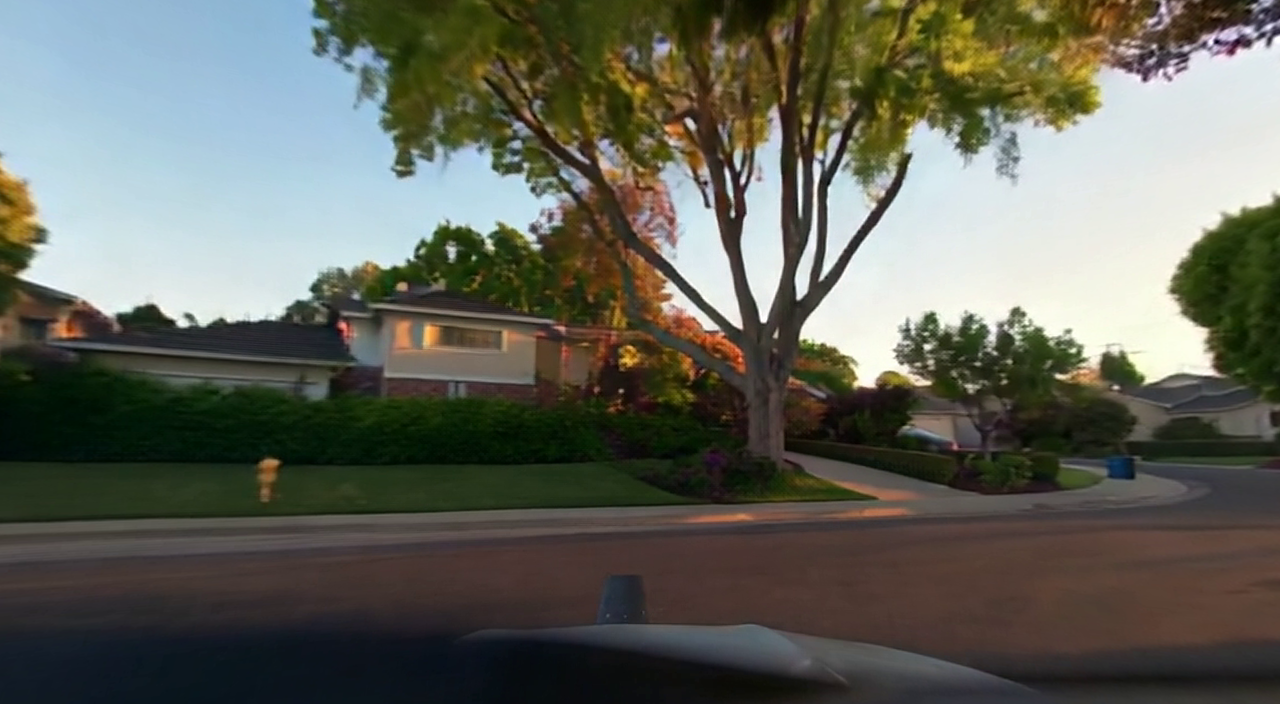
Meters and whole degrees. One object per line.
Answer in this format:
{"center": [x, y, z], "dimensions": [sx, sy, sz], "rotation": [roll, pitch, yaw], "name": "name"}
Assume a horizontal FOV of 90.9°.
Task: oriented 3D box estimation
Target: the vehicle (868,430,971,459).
{"center": [15.363, 5.117, 34.716], "dimensions": [5.089, 1.517, 1.791], "rotation": [2, -9, -15], "name": "vehicle"}
